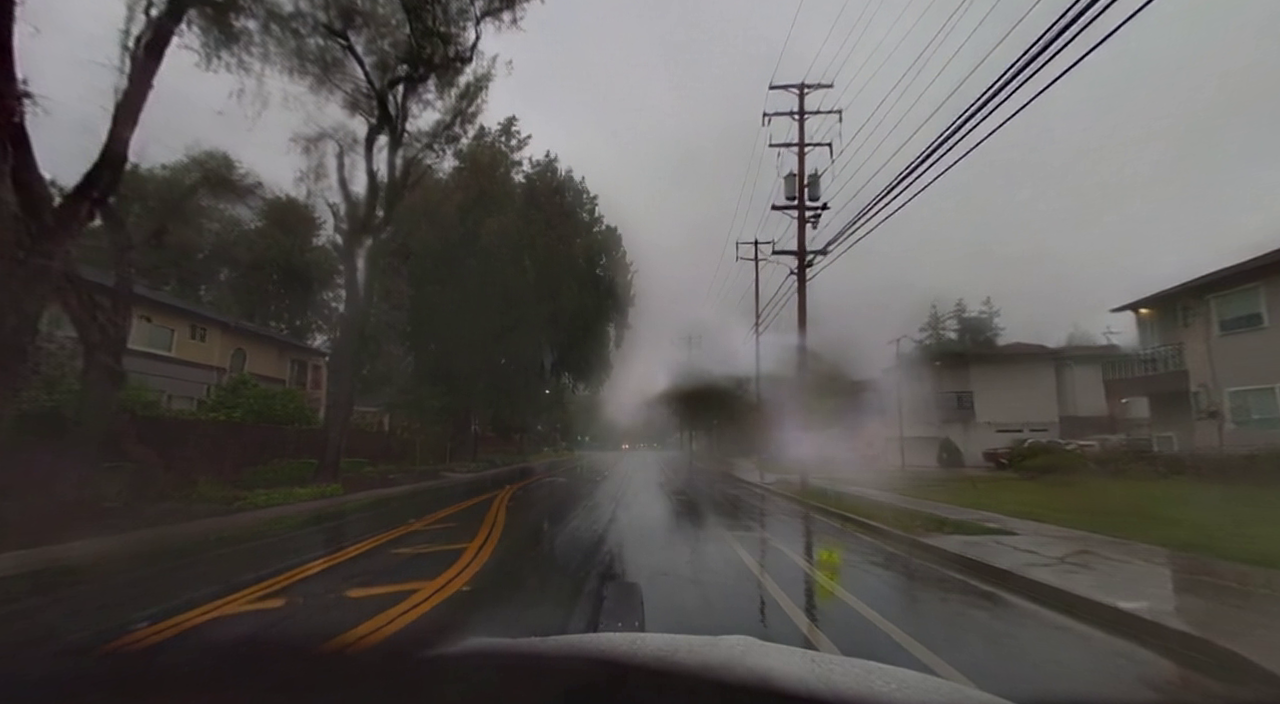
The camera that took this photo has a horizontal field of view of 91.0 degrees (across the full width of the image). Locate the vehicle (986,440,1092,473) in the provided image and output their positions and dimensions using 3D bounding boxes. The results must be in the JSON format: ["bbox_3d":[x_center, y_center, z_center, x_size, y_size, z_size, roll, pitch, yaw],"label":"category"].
[{"bbox_3d":[21.074,5.507,33.384,3.943,1.664,2.391,0,-8,-1],"label":"vehicle"}]

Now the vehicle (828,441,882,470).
[{"bbox_3d":[13.570,6.546,39.940,1.935,1.683,4.669,0,-9,2],"label":"vehicle"}]

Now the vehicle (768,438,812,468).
[{"bbox_3d":[10.296,6.979,43.532,1.912,1.953,4.651,0,-9,0],"label":"vehicle"}]
